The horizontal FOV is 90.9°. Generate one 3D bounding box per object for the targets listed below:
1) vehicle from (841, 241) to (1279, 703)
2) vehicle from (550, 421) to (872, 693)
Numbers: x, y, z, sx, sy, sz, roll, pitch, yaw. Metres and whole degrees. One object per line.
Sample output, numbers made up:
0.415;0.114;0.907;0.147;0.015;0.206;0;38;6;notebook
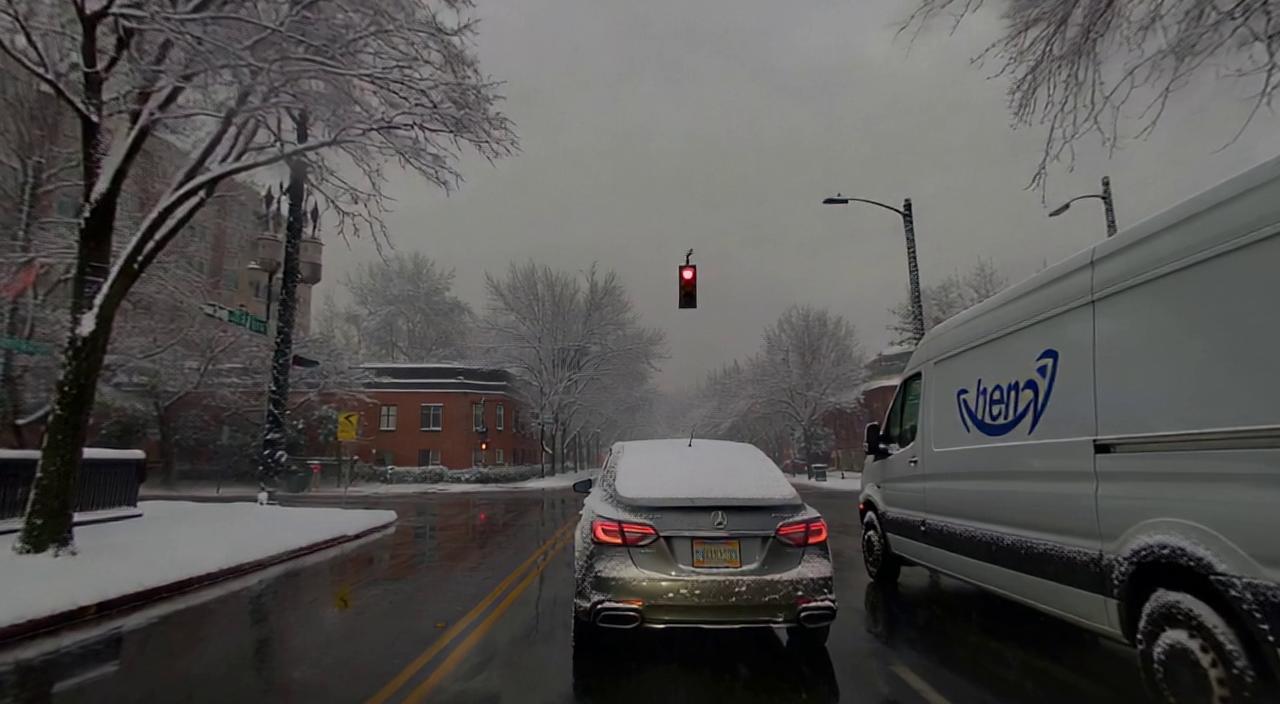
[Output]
2.851;0.895;2.929;2.054;1.965;5.248;1;-11;0;vehicle
0.388;1.591;5.734;1.961;1.629;3.610;1;-10;-2;vehicle
